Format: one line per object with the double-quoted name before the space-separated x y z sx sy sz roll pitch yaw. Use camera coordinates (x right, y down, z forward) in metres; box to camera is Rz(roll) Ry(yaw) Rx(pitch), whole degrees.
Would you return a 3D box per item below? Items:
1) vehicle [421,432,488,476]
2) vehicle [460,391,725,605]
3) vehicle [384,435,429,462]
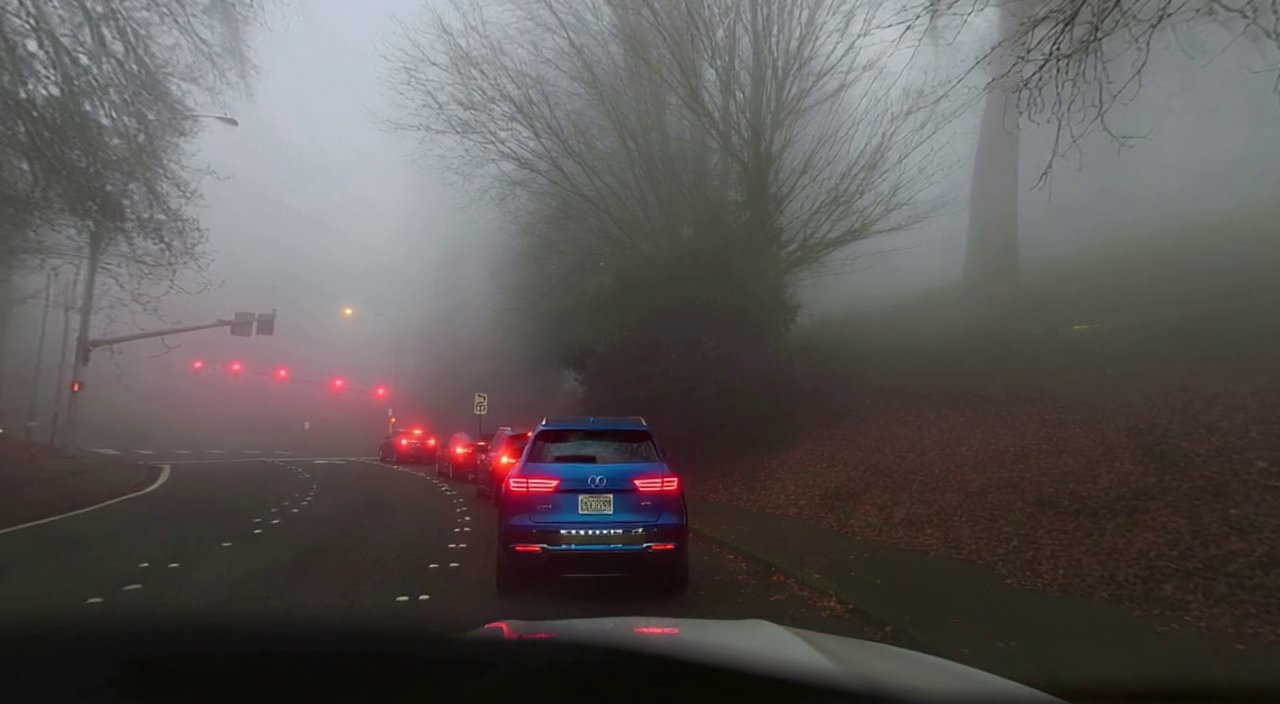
"vehicle" -7.285 3.932 24.491 1.902 1.536 3.662 4 -9 -25
"vehicle" -0.680 1.457 7.199 2.134 1.671 4.147 1 -8 -9
"vehicle" -13.752 5.632 36.900 1.863 1.488 4.426 4 -9 -27
